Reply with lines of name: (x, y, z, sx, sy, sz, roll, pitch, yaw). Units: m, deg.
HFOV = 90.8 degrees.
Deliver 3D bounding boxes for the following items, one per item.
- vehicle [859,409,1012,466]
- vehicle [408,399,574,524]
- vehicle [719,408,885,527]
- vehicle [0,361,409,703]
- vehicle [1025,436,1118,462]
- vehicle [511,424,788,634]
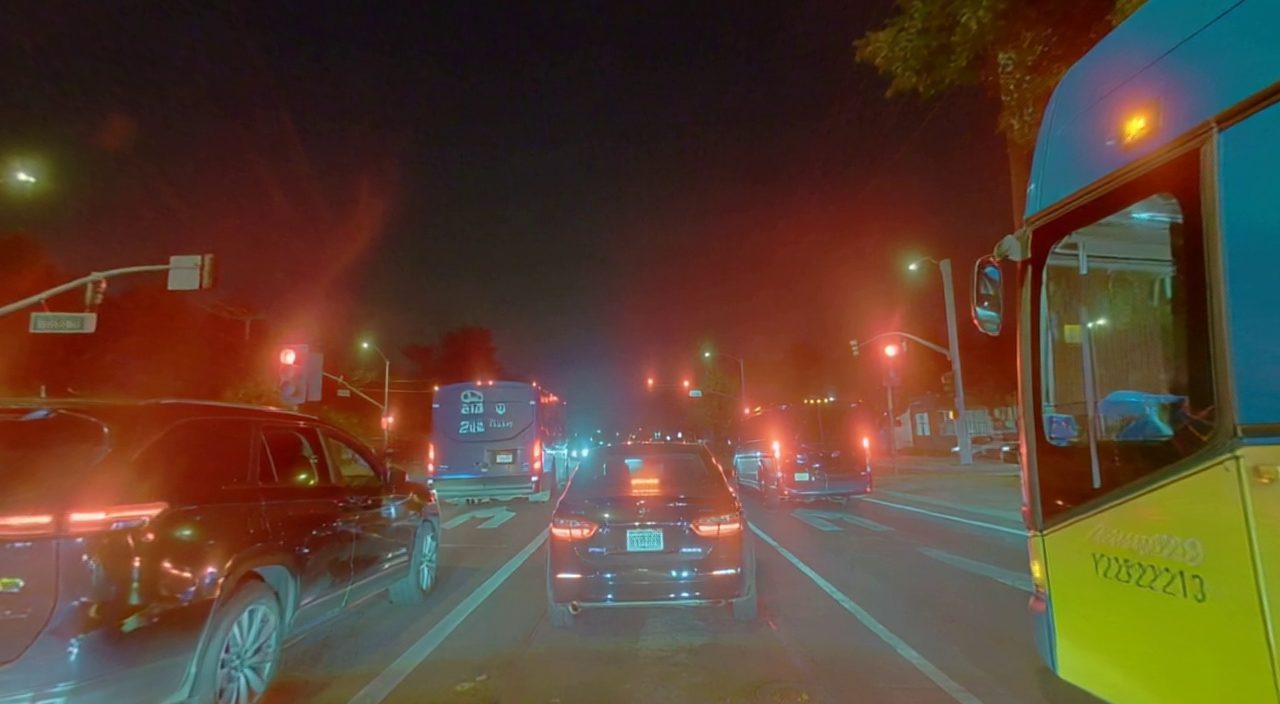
vehicle: (17.588, 5.134, 37.928, 7.839, 3.213, 2.628, 0, -9, -3)
vehicle: (-2.938, 2.348, 13.961, 2.335, 2.221, 5.165, 0, -8, 1)
vehicle: (3.143, 2.400, 13.684, 2.143, 2.036, 5.367, 0, -8, 0)
vehicle: (-3.410, 1.178, 4.633, 1.921, 1.701, 3.989, 0, -8, 0)
vehicle: (25.880, 5.827, 37.991, 4.229, 1.489, 1.794, 0, -8, -1)
vehicle: (0.061, 1.547, 6.415, 1.976, 1.485, 3.624, 0, -8, 0)
